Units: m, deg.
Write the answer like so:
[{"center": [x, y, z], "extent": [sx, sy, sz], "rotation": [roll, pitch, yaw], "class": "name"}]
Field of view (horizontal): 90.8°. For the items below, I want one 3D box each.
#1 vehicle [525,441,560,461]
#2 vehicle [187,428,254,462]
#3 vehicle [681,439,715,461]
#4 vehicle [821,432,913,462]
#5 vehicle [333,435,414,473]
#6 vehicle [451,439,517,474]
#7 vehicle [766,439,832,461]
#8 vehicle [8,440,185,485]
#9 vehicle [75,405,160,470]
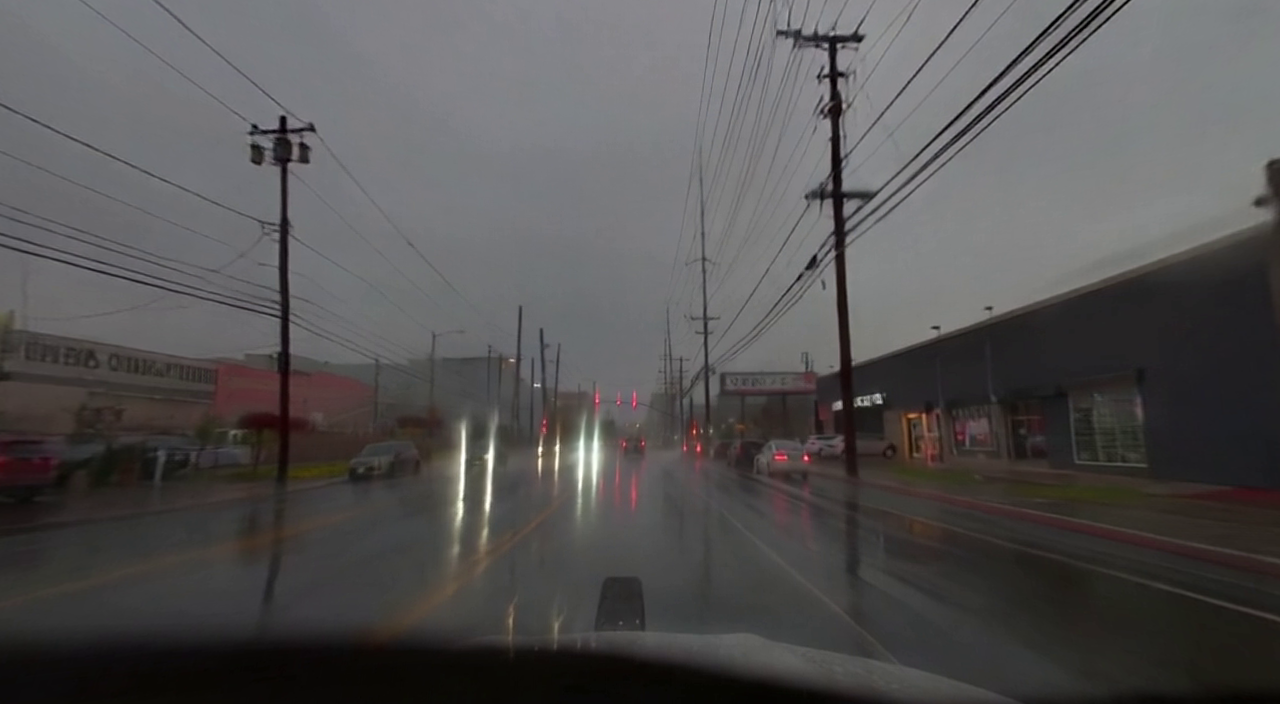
[{"center": [-7.522, 7.669, 49.150], "extent": [2.020, 1.479, 4.612], "rotation": [0, -8, 0], "class": "vehicle"}, {"center": [-33.019, 7.345, 49.804], "extent": [3.915, 2.641, 1.656], "rotation": [1, -9, -3], "class": "vehicle"}, {"center": [4.019, 6.913, 44.562], "extent": [1.926, 1.482, 4.442], "rotation": [0, -8, -1], "class": "vehicle"}, {"center": [15.110, 6.362, 42.264], "extent": [5.307, 1.877, 2.052], "rotation": [0, -8, -1], "class": "vehicle"}, {"center": [-13.858, 5.313, 33.209], "extent": [2.044, 1.830, 4.800], "rotation": [-1, -8, 2], "class": "vehicle"}, {"center": [-7.368, 4.963, 30.299], "extent": [1.952, 1.536, 4.623], "rotation": [0, -8, 0], "class": "vehicle"}, {"center": [11.341, 7.002, 45.212], "extent": [4.238, 1.464, 1.862], "rotation": [0, -8, 2], "class": "vehicle"}, {"center": [-19.409, 3.949, 22.710], "extent": [4.667, 1.539, 1.976], "rotation": [-1, -9, 4], "class": "vehicle"}, {"center": [-32.207, 5.284, 38.955], "extent": [3.976, 3.736, 2.624], "rotation": [-6, -11, 33], "class": "vehicle"}]
